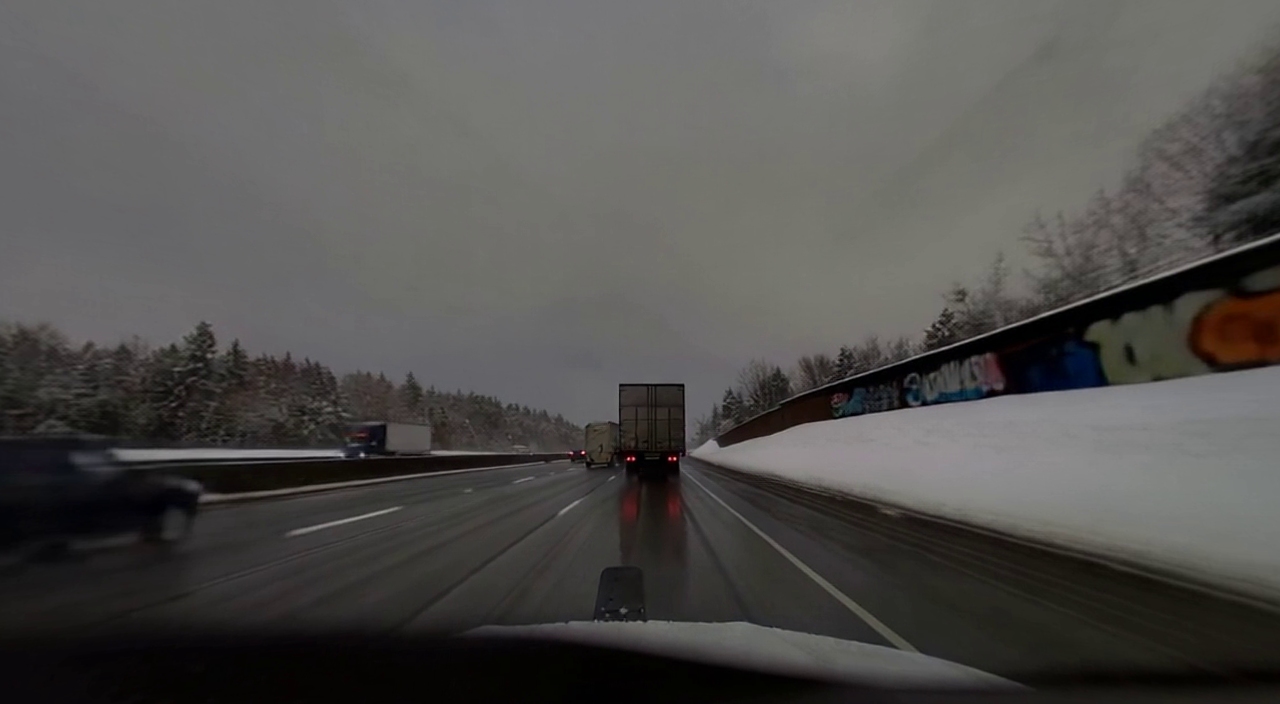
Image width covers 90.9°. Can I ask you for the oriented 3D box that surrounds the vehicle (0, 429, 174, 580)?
[{"bbox_3d":[-7.560,1.543,6.317,1.998,1.529,4.850,0,-9,1],"label":"vehicle"}]

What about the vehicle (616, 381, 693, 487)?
[{"bbox_3d":[0.607,3.993,29.958,2.997,4.069,10.871,0,-9,1],"label":"vehicle"}]
